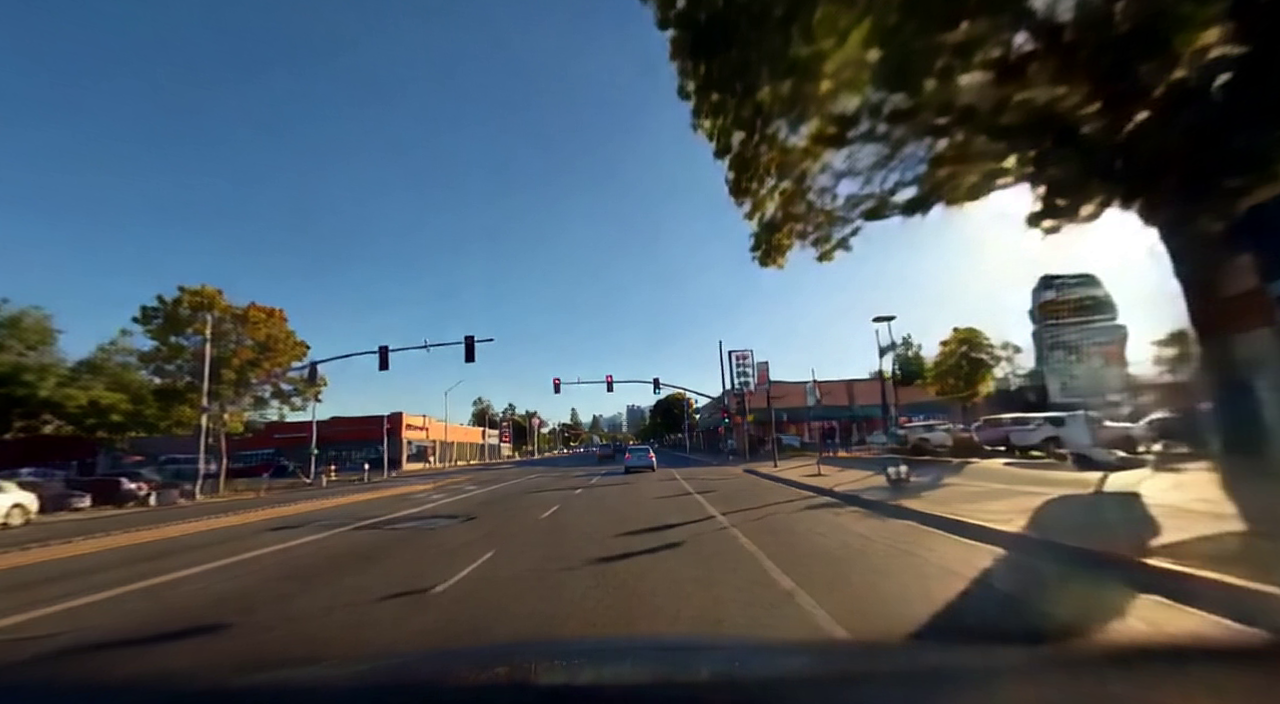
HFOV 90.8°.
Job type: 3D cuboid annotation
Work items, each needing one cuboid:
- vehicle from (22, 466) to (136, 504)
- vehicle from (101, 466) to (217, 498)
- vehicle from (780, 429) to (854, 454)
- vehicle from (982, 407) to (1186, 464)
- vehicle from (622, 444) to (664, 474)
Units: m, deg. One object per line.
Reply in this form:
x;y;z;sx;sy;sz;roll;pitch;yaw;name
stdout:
-26.366;6.223;29.777;3.790;1.515;1.704;8;-12;-43;vehicle
-25.911;6.978;34.154;2.007;1.466;4.543;-8;-11;41;vehicle
13.378;6.827;47.965;4.852;1.805;2.155;0;-9;-2;vehicle
12.964;2.488;18.698;4.466;1.553;2.060;0;-9;-1;vehicle
0.145;5.412;32.160;1.977;1.451;4.032;0;-9;0;vehicle
